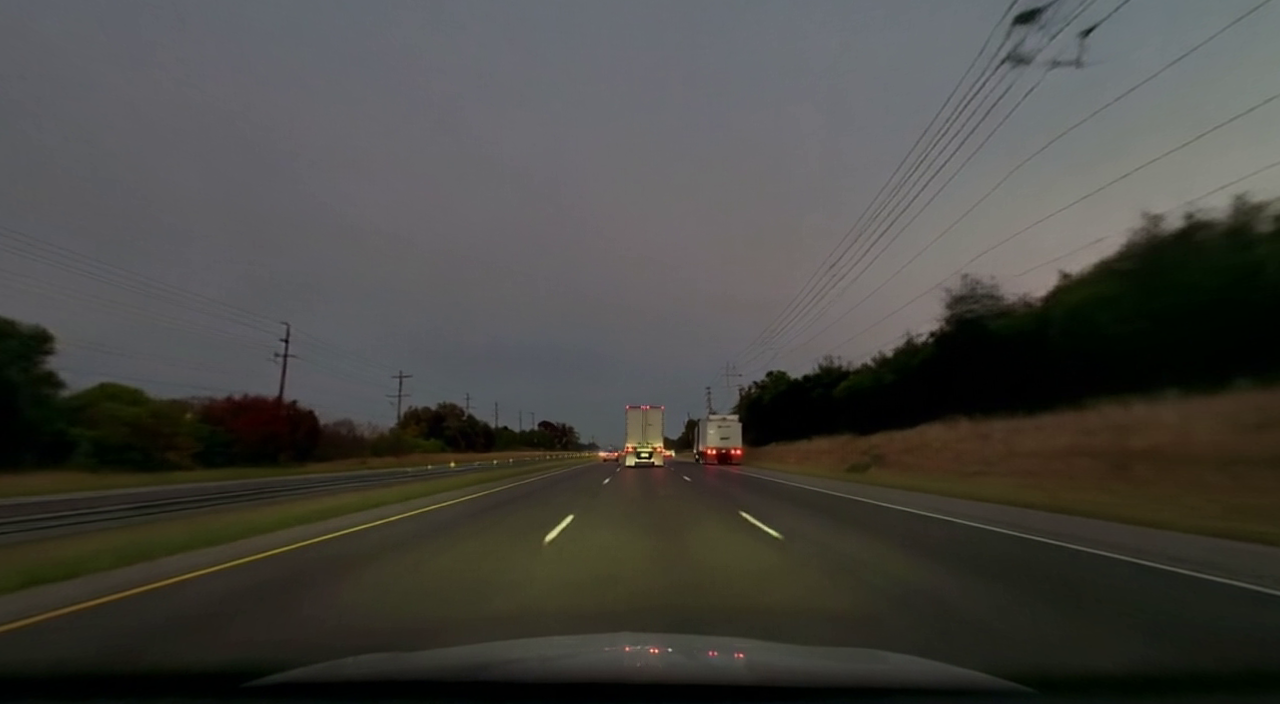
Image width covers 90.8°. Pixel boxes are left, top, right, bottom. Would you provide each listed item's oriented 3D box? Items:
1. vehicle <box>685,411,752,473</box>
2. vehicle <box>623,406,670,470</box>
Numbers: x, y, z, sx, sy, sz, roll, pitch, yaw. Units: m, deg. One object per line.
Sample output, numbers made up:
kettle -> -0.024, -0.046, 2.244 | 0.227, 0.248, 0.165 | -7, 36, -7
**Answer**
vehicle -> 4.661, 5.671, 39.230 | 2.938, 3.378, 8.820 | 0, -9, 0
vehicle -> 0.509, 6.500, 46.602 | 2.997, 4.076, 13.224 | 0, -9, 1
